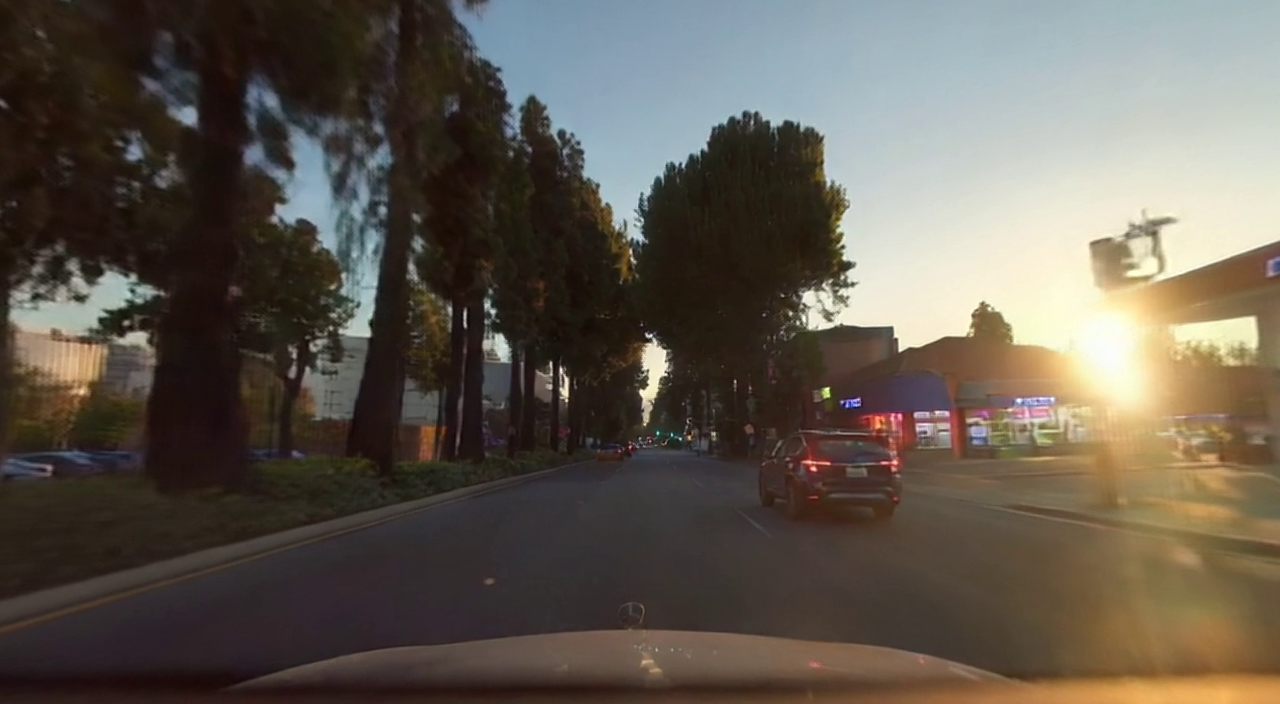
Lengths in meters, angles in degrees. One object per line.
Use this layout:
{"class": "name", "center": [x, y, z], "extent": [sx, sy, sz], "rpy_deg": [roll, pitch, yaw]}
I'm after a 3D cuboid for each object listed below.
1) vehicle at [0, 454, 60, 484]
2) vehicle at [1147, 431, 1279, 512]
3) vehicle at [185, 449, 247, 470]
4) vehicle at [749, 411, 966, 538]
{"class": "vehicle", "center": [-31.964, 5.830, 31.477], "extent": [4.149, 1.418, 1.899], "rpy_deg": [-1, -8, 1]}
{"class": "vehicle", "center": [13.162, 2.381, 12.798], "extent": [1.899, 1.514, 4.749], "rpy_deg": [-2, -8, 2]}
{"class": "vehicle", "center": [-31.842, 8.080, 47.432], "extent": [3.408, 1.370, 1.770], "rpy_deg": [-2, -8, 0]}
{"class": "vehicle", "center": [3.480, 2.077, 11.342], "extent": [2.151, 1.771, 4.792], "rpy_deg": [0, -8, 0]}
